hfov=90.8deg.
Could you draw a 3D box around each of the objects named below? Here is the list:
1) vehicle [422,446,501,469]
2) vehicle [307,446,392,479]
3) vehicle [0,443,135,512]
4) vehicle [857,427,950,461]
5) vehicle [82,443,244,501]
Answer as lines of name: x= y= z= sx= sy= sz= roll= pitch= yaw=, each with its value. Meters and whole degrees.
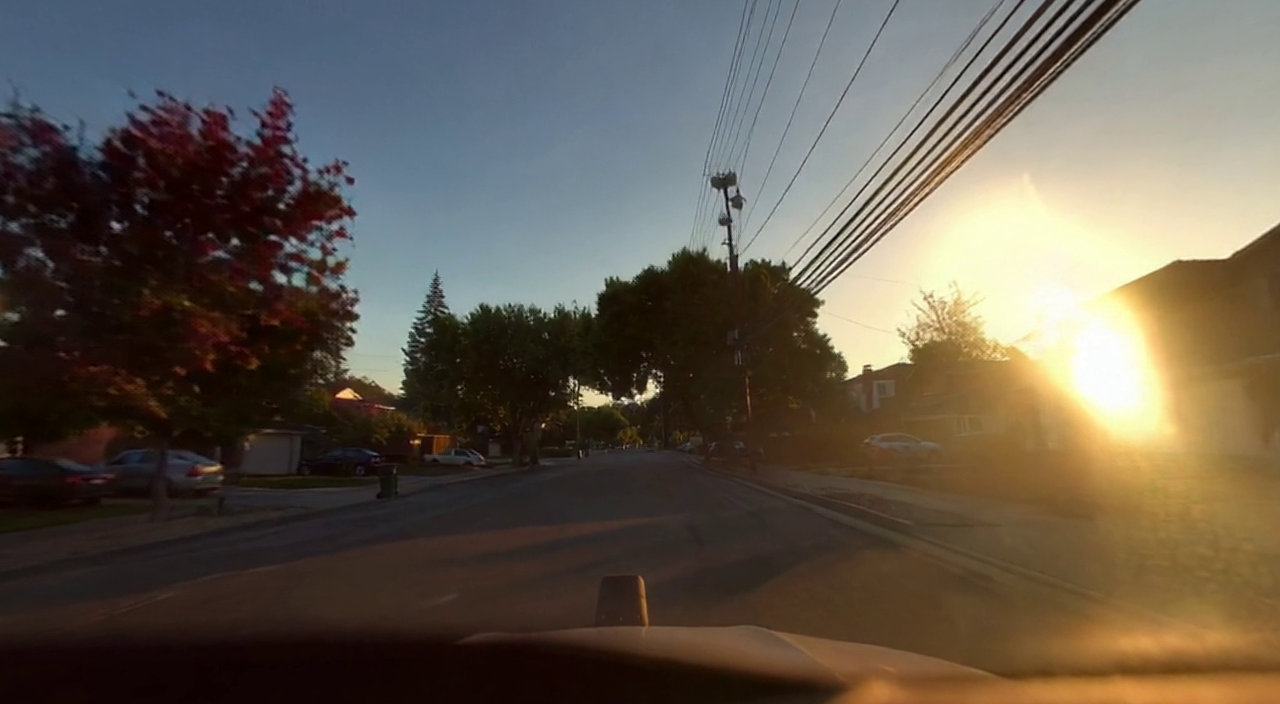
vehicle: x=-12.489 y=7.407 z=44.390 sx=4.893 sy=1.567 sz=2.105 roll=-1 pitch=-8 yaw=6
vehicle: x=-14.994 y=5.711 z=33.008 sx=1.978 sy=1.586 sz=5.192 roll=0 pitch=-8 yaw=0
vehicle: x=-16.457 y=3.242 z=16.596 sx=4.482 sy=1.648 sz=2.169 roll=0 pitch=-9 yaw=1
vehicle: x=14.768 y=5.196 z=35.648 sx=4.373 sy=1.759 sz=2.093 roll=0 pitch=-10 yaw=6
vehicle: x=-15.244 y=3.774 z=20.250 sx=4.232 sy=1.693 sz=1.949 roll=-3 pitch=-9 yaw=18
